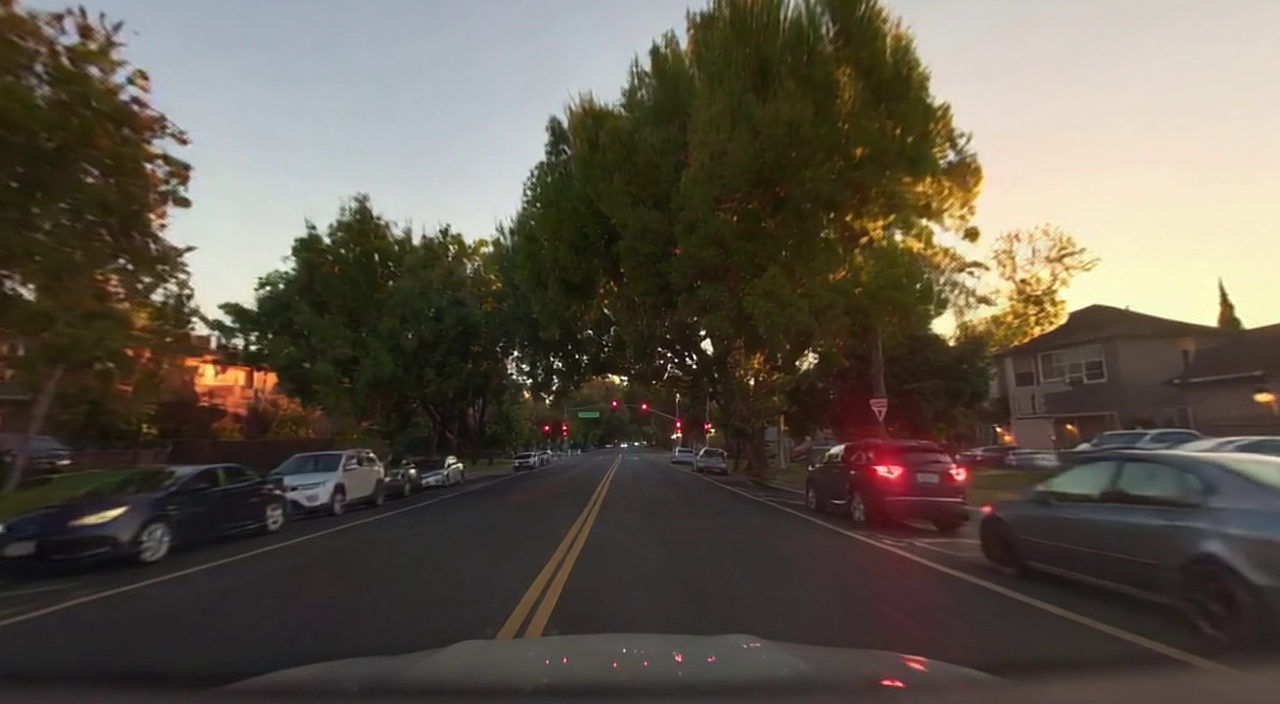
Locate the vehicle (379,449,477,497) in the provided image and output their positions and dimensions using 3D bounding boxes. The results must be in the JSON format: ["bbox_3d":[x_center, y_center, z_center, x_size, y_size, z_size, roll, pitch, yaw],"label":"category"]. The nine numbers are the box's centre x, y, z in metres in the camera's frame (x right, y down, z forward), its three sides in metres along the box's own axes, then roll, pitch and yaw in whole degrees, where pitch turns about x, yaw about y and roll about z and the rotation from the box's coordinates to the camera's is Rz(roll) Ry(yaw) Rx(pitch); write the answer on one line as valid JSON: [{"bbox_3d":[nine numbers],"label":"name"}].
[{"bbox_3d":[-7.170,4.105,21.895,1.954,1.430,4.395,0,-8,-1],"label":"vehicle"}]

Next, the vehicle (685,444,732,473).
[{"bbox_3d":[3.884,6.132,36.598,1.955,1.536,4.395,1,-9,-4],"label":"vehicle"}]

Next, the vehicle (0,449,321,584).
[{"bbox_3d":[-6.804,2.190,9.381,1.811,1.454,4.610,0,-8,-1],"label":"vehicle"}]

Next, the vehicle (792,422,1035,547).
[{"bbox_3d":[4.331,2.162,11.010,1.992,1.703,4.503,0,-9,-3],"label":"vehicle"}]

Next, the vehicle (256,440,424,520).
[{"bbox_3d":[-7.221,3.085,15.843,2.092,1.706,4.356,0,-8,-1],"label":"vehicle"}]

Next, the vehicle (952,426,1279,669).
[{"bbox_3d":[4.764,1.385,5.131,1.830,1.477,4.684,0,-8,-3],"label":"vehicle"}]
